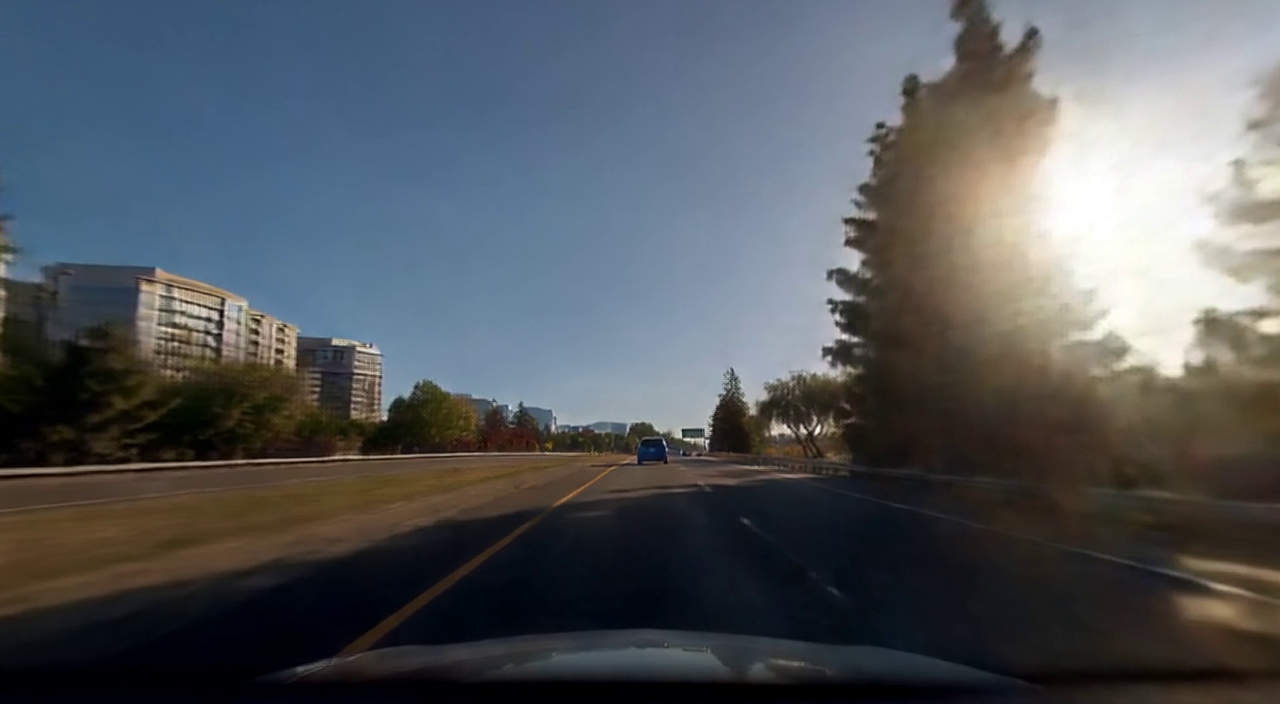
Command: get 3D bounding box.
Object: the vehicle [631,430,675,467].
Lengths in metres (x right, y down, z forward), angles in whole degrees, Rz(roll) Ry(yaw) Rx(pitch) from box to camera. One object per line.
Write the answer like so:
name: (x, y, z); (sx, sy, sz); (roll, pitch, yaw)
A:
vehicle: (0.873, 6.074, 39.724); (2.546, 2.126, 5.153); (-1, -8, 2)
